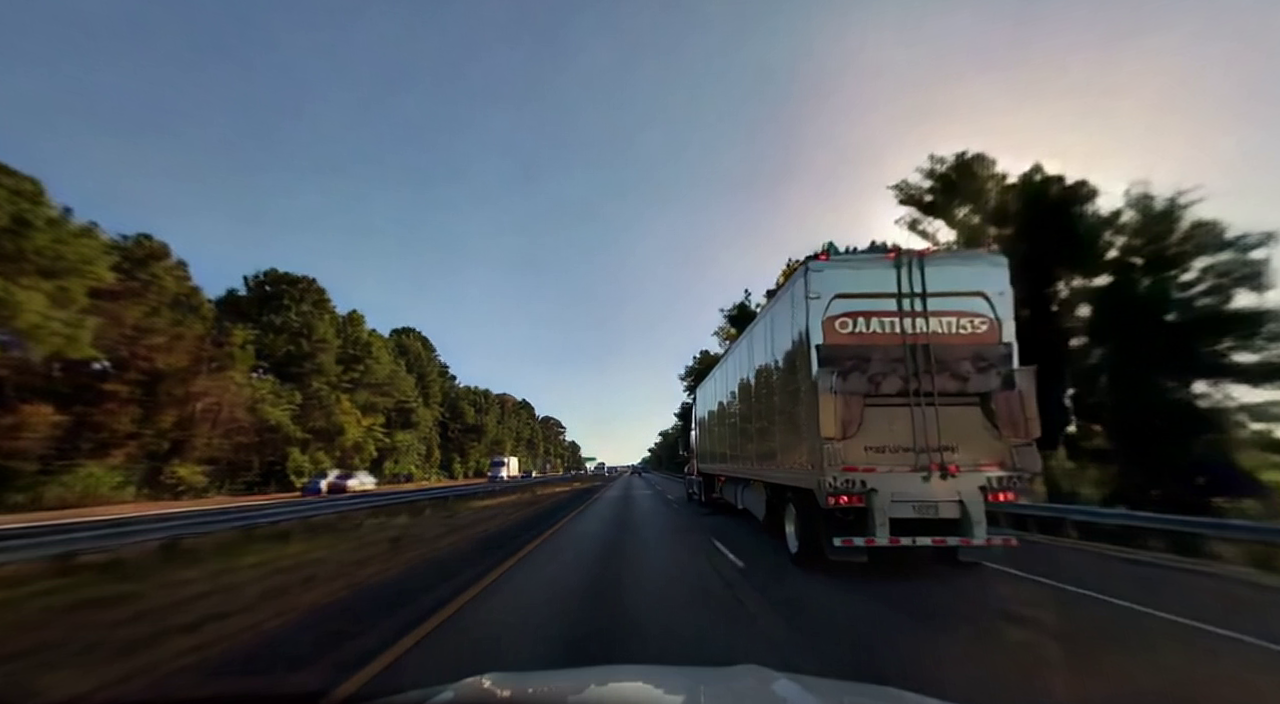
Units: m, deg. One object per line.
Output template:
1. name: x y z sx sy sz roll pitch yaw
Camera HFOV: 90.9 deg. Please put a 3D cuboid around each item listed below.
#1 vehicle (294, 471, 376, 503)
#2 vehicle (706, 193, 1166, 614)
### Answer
1. vehicle: -17.224 7.649 35.917 2.088 1.600 4.994 0 -11 1
2. vehicle: 3.284 1.350 11.313 2.871 4.032 10.642 1 -11 -1
